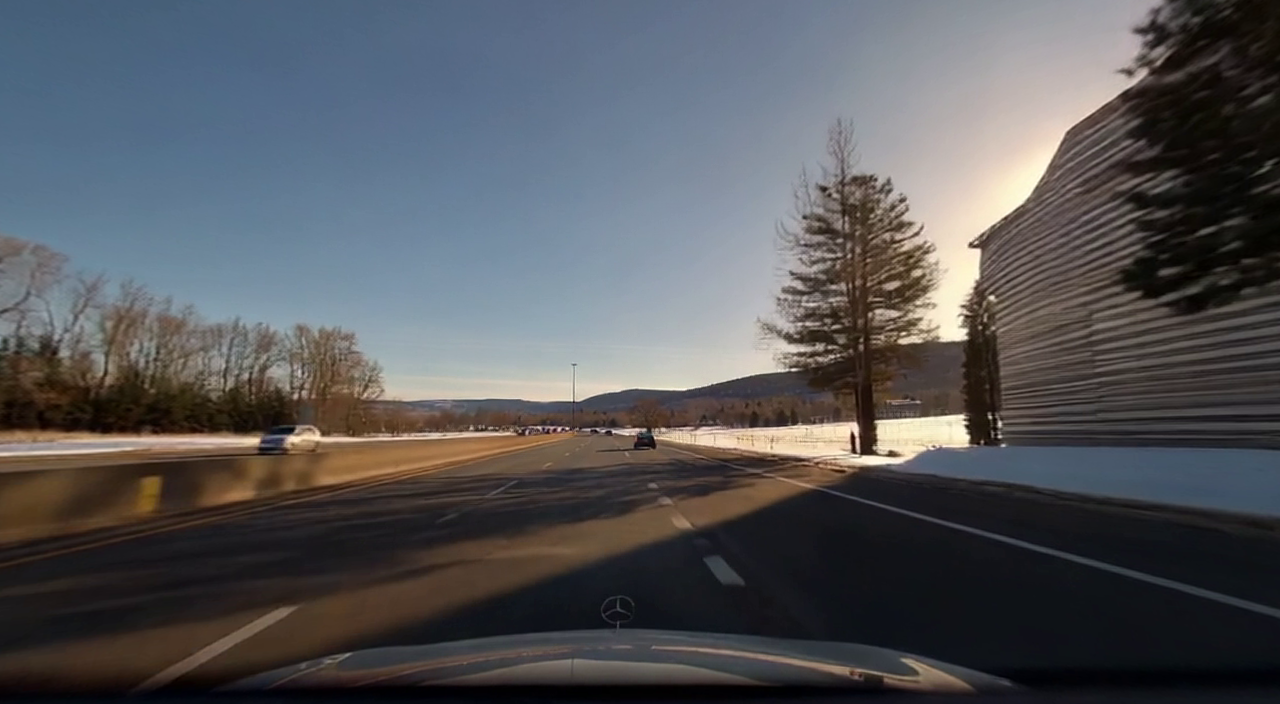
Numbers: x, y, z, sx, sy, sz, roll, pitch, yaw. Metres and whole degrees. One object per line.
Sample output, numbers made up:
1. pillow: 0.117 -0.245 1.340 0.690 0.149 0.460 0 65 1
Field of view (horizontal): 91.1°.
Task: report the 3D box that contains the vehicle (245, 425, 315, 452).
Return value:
1. vehicle: -21.533 5.213 37.776 1.808 1.504 4.219 0 -8 -3
